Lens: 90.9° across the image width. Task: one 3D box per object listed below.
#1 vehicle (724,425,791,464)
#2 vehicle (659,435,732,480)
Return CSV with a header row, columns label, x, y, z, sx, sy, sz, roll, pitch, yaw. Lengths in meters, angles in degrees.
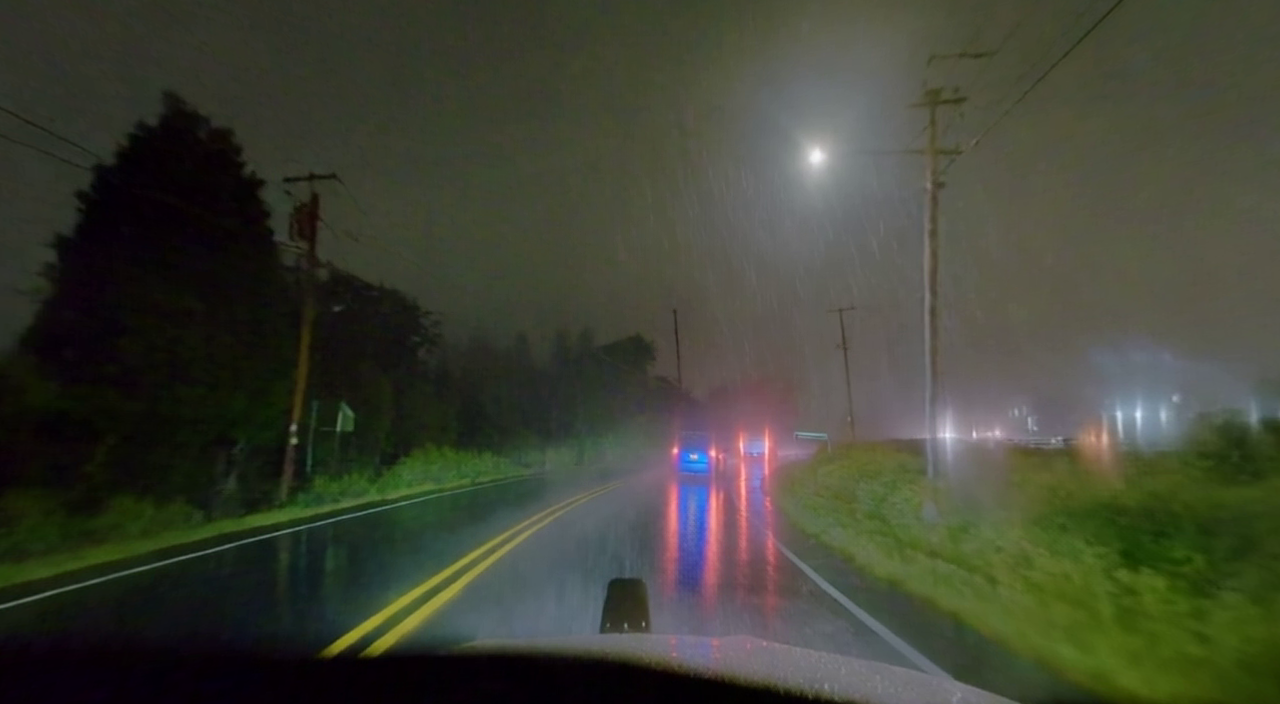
label,x,y,z,sx,sy,sz,roll,pitch,yaw
vehicle,7.297,5.665,38.503,2.376,2.145,5.953,-4,-9,27
vehicle,2.234,4.025,24.340,2.157,1.565,4.243,-2,-9,14
